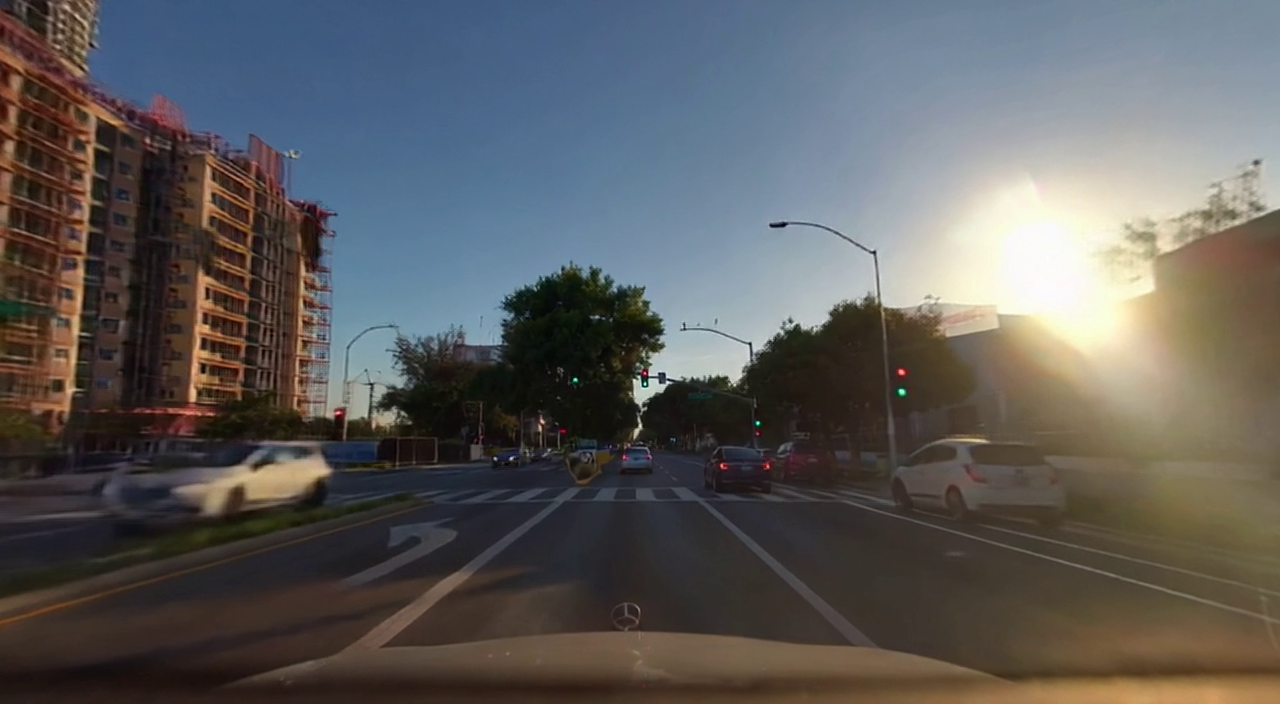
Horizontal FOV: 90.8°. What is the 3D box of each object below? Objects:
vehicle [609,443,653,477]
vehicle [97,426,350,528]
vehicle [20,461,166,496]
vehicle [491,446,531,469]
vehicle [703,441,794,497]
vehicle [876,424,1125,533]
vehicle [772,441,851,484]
[{"bbox_3d":[-0.423,5.139,30.289,2.006,1.487,3.535,0,-9,0],"label":"vehicle"},{"bbox_3d":[-8.260,2.498,13.269,2.115,1.723,4.698,0,-9,-1],"label":"vehicle"},{"bbox_3d":[-24.330,5.613,28.253,4.575,1.414,1.895,0,-9,-5],"label":"vehicle"},{"bbox_3d":[-8.874,7.274,43.859,1.902,1.503,4.240,0,-9,0],"label":"vehicle"},{"bbox_3d":[3.086,3.417,18.821,1.910,1.474,4.003,0,-9,-1],"label":"vehicle"},{"bbox_3d":[7.217,2.583,13.648,2.125,1.838,5.555,0,-9,0],"label":"vehicle"},{"bbox_3d":[7.292,4.735,27.392,2.031,1.708,4.567,0,-9,-1],"label":"vehicle"}]
